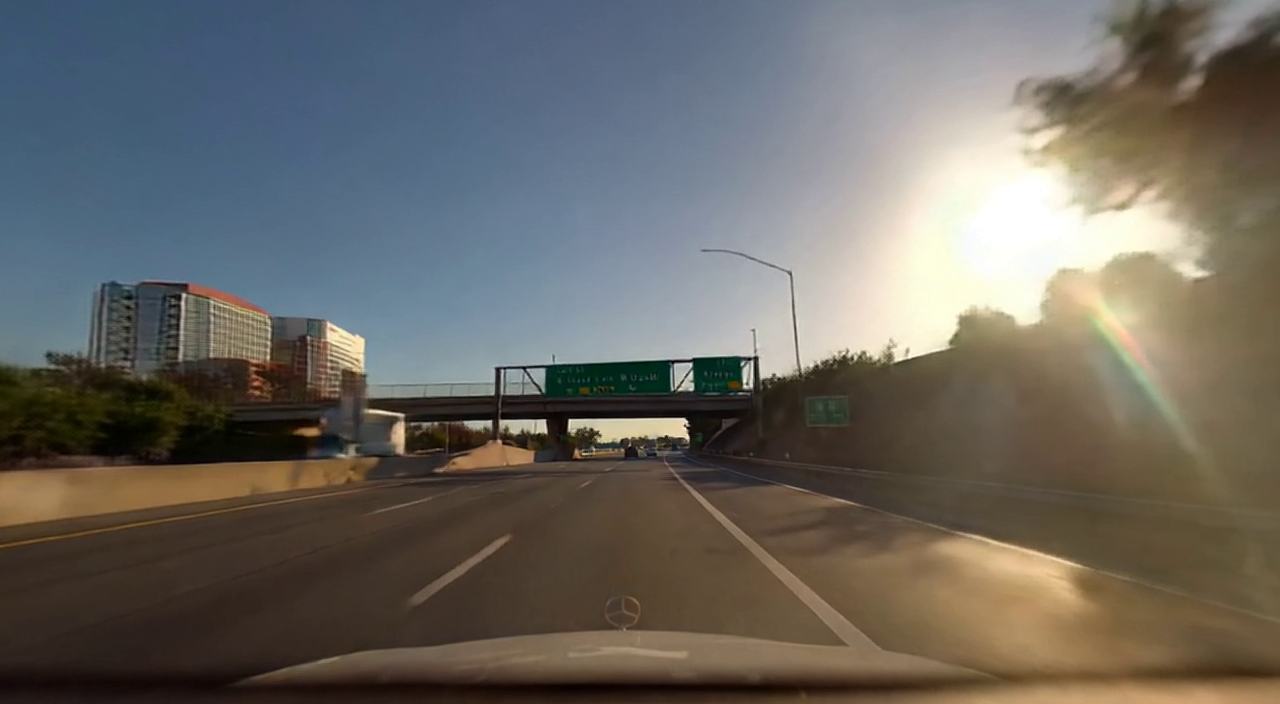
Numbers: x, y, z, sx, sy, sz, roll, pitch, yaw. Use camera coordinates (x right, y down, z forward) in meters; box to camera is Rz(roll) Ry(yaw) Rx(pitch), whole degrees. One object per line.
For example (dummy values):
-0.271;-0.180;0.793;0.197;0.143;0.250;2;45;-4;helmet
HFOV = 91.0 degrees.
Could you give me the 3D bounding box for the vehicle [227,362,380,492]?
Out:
-11.064;2.551;21.178;2.818;3.939;3.780;0;-9;1;vehicle
